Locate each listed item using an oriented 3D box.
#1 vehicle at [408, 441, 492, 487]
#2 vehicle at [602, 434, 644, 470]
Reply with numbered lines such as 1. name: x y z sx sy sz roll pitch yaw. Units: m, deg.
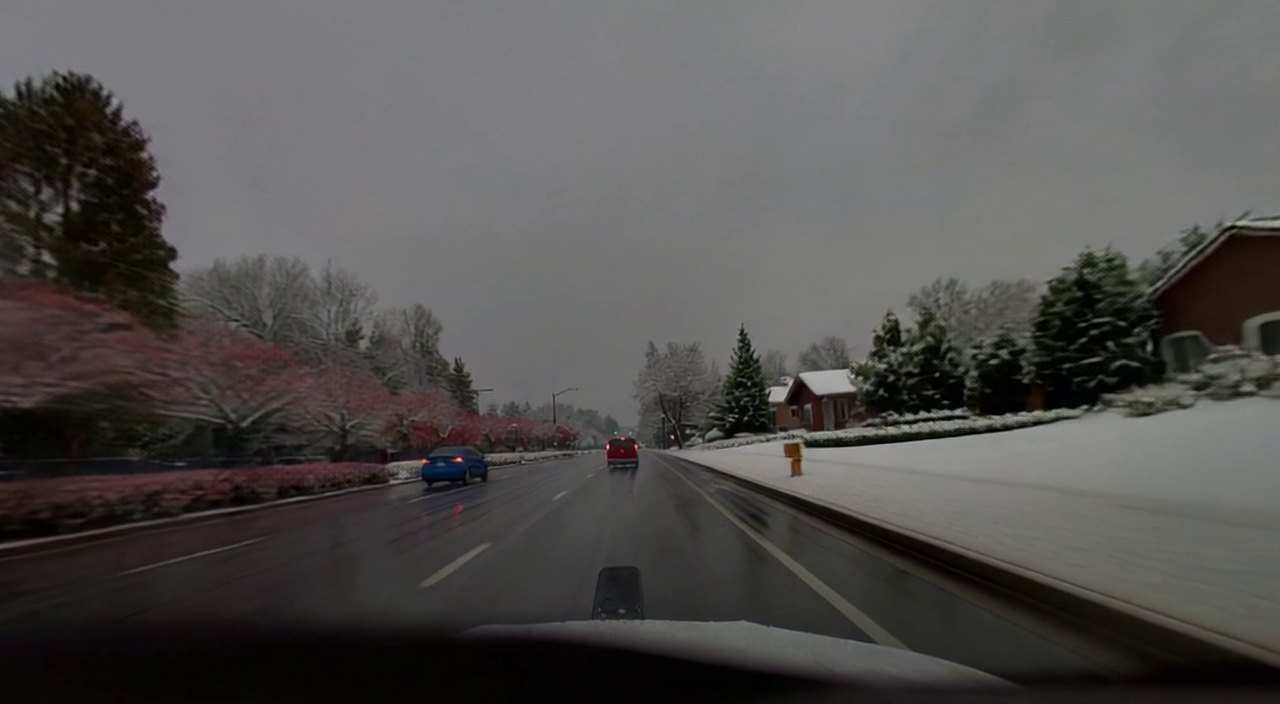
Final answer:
1. vehicle: -7.569 4.475 25.663 1.993 1.657 4.487 -1 -8 0
2. vehicle: -0.830 5.314 33.726 2.070 1.764 4.552 -1 -8 0
